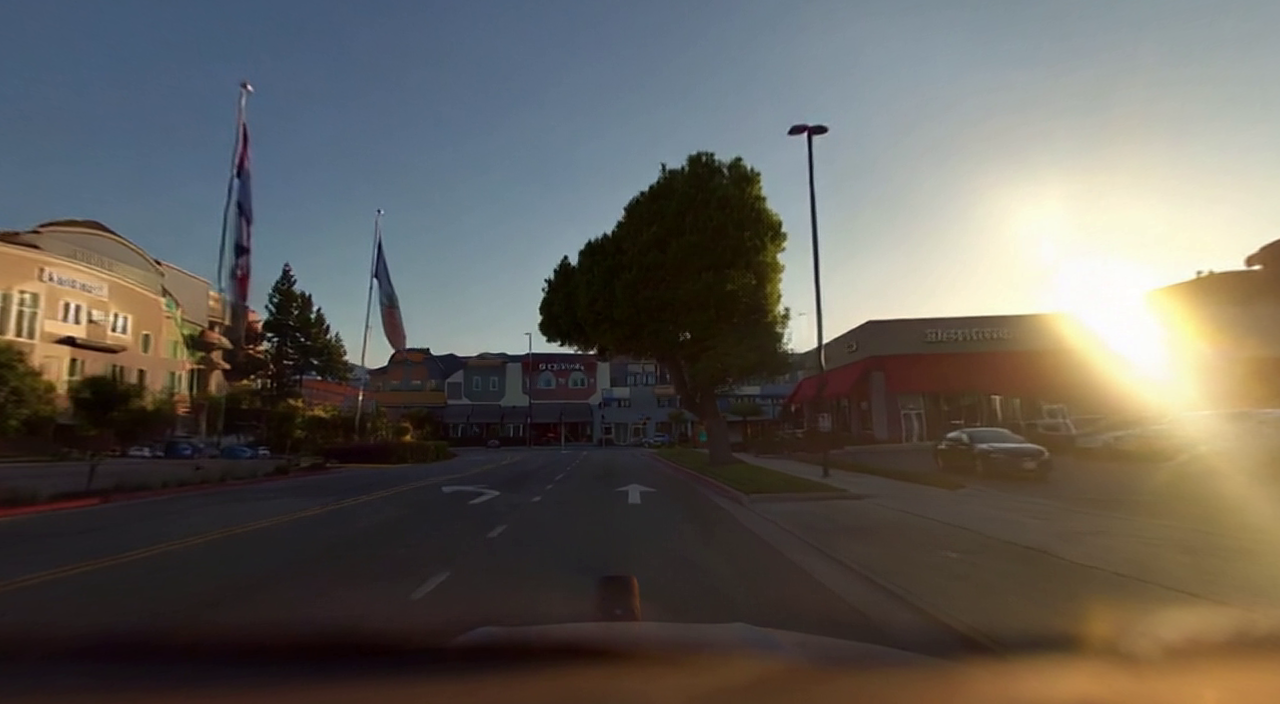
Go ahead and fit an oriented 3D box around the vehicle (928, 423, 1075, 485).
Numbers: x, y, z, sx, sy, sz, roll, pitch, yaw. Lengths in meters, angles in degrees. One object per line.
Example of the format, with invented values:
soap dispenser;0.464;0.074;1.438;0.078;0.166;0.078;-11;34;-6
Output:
vehicle;9.833;2.773;17.486;1.769;1.516;3.520;1;-8;-4
